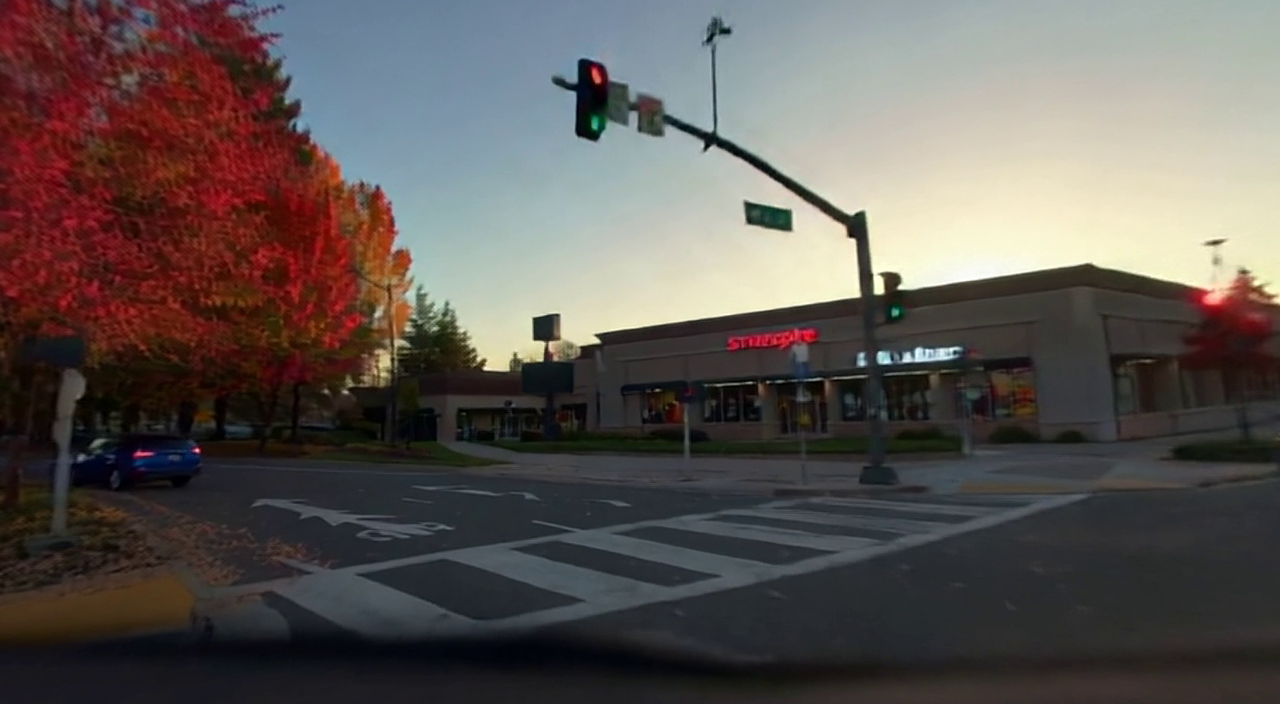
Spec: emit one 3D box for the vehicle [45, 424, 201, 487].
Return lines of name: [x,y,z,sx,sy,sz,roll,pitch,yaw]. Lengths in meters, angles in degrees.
vehicle: [-16.962,3.311,20.636,5.110,1.814,2.146,-4,-9,30]
